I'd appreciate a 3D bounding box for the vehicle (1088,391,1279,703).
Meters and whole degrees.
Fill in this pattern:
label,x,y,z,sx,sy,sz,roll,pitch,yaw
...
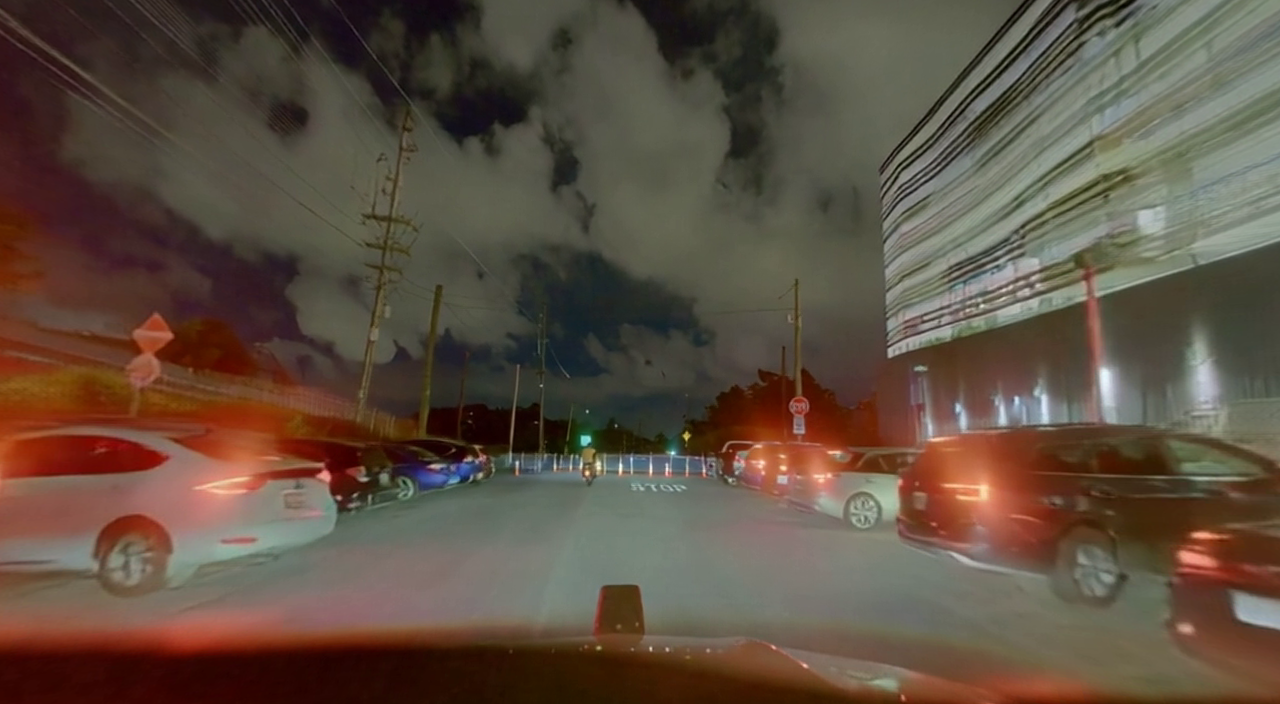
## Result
label,x,y,z,sx,sy,sz,roll,pitch,yaw
vehicle,4.907,0.994,2.938,4.104,1.603,1.968,0,-8,-1

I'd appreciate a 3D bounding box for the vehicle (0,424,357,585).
label,x,y,z,sx,sy,sz,roll,pitch,yaw
vehicle,-6.116,1.578,6.926,5.099,1.491,1.868,0,-8,-1

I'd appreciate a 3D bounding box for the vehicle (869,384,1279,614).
label,x,y,z,sx,sy,sz,roll,pitch,yaw
vehicle,4.518,1.358,5.692,4.100,1.546,2.092,3,-14,0
